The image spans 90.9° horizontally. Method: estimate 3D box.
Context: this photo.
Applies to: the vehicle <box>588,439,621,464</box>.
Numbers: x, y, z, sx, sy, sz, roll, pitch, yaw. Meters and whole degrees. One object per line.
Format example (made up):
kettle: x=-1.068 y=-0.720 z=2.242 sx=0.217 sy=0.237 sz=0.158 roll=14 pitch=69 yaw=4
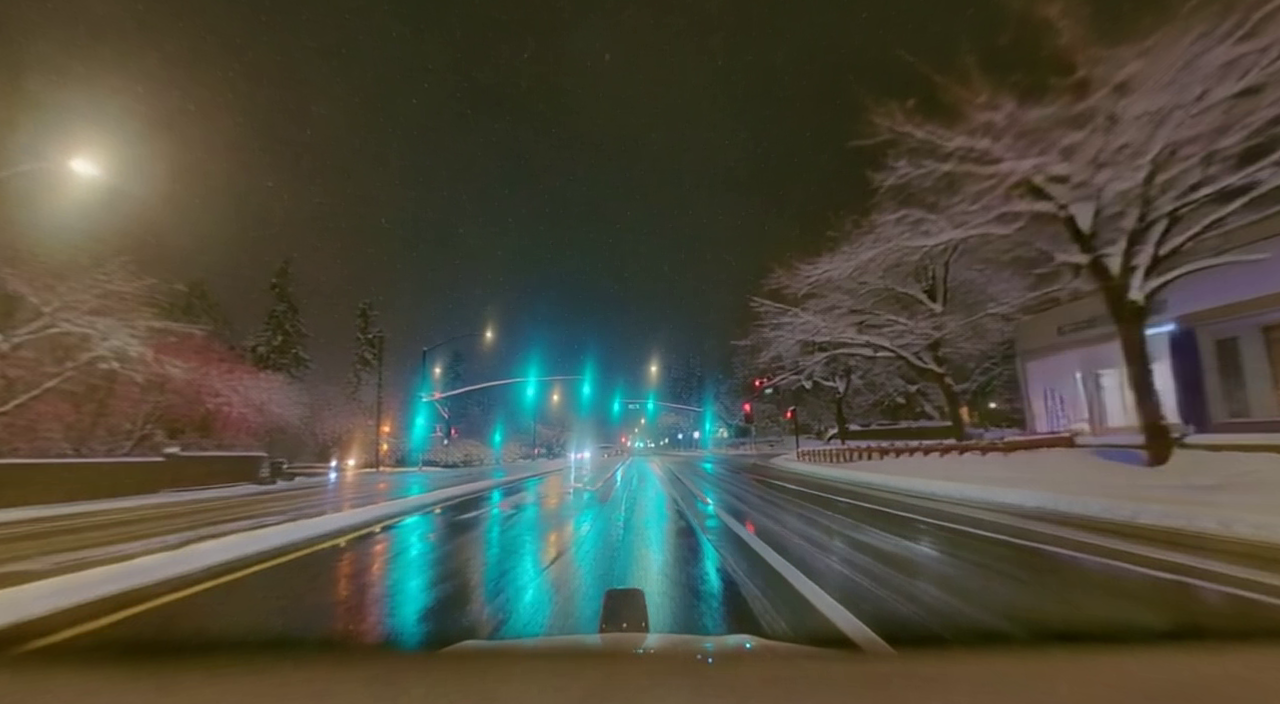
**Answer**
vehicle: x=-2.653 y=7.634 z=48.644 sx=2.250 sy=1.791 sz=4.300 roll=0 pitch=-8 yaw=1
